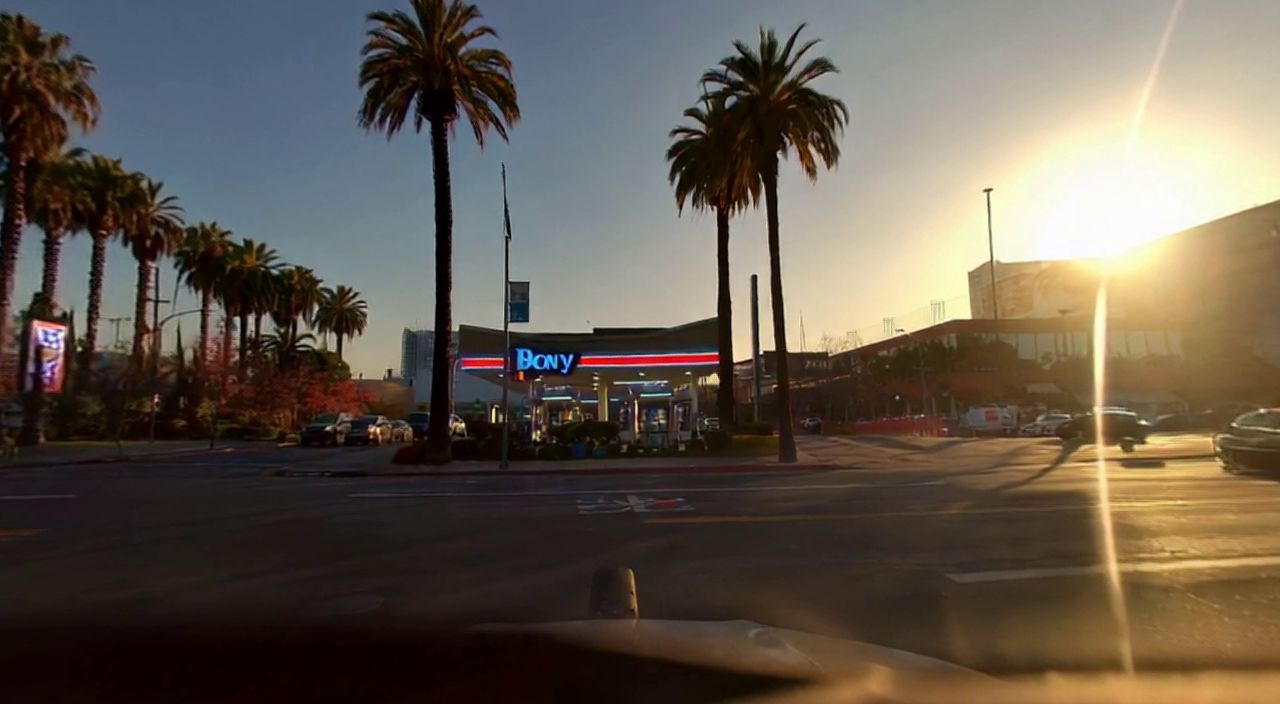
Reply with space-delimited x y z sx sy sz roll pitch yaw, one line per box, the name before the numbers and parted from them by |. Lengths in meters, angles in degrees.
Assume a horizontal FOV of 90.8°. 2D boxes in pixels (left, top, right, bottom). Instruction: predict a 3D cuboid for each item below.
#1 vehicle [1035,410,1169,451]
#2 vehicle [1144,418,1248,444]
vehicle | 21.997 3.709 30.191 4.880 1.754 2.202 -1 -5 -6
vehicle | 33.863 4.853 38.656 1.805 1.466 4.641 1 -8 -8
